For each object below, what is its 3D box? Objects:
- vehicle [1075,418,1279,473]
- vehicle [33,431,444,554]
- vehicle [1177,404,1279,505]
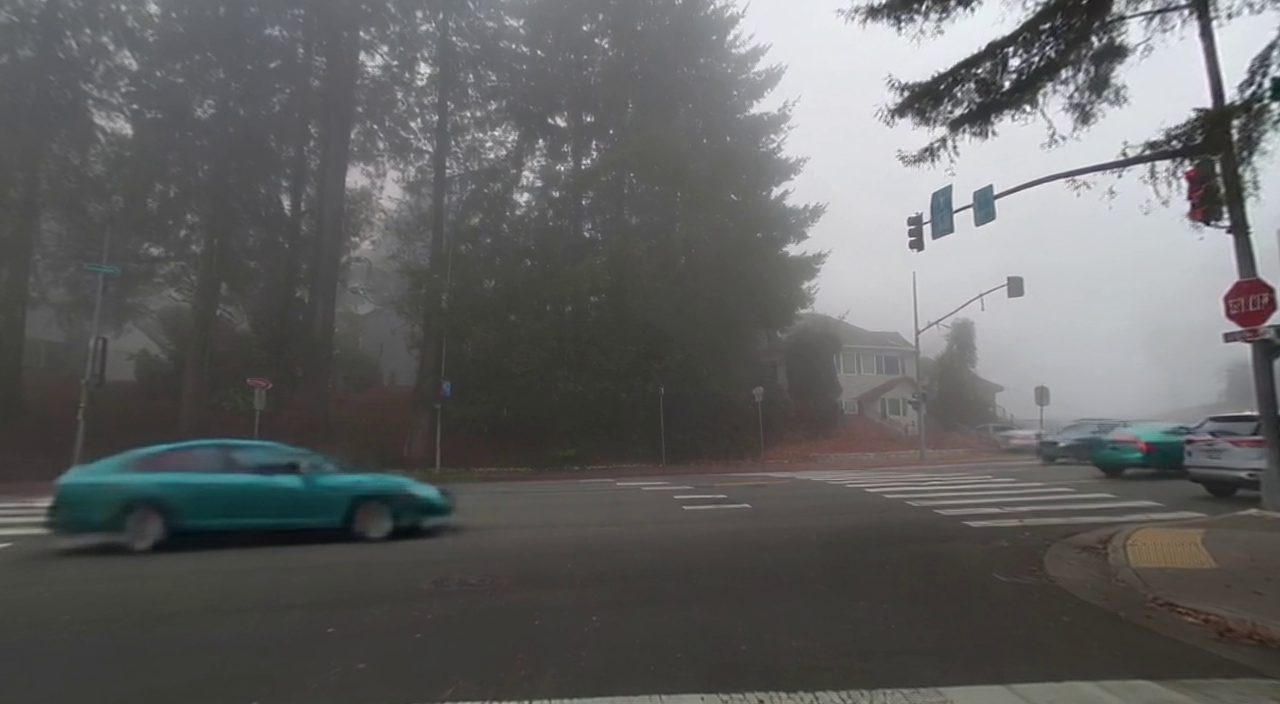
[{"bbox_3d":[15.434,2.663,18.086,4.990,1.454,1.875,2,-9,-12],"label":"vehicle"},{"bbox_3d":[-5.326,1.887,9.136,4.517,1.419,1.836,3,-9,-24],"label":"vehicle"},{"bbox_3d":[12.776,1.859,11.618,4.208,1.685,2.014,1,-8,-9],"label":"vehicle"}]
